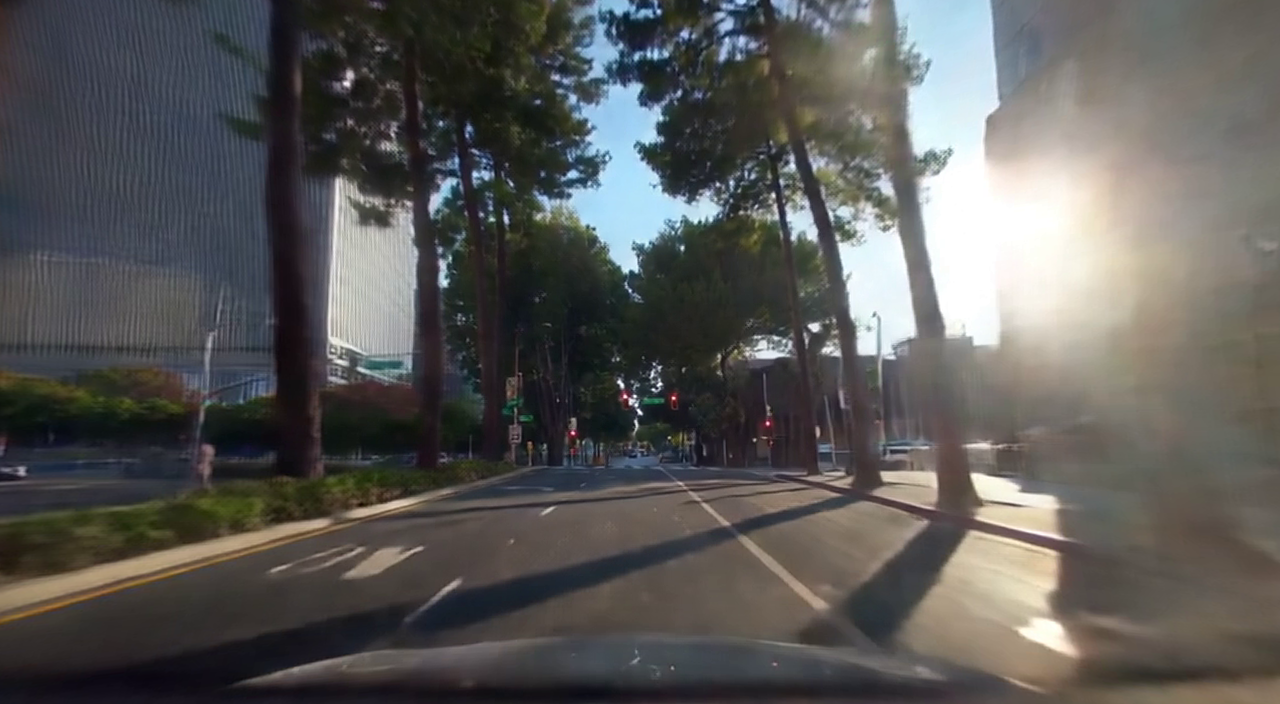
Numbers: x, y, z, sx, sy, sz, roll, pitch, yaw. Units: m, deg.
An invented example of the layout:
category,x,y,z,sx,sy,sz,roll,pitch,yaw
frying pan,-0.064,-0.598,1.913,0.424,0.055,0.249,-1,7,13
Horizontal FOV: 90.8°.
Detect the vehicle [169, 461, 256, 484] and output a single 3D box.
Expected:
category,x,y,z,sx,sy,sz,roll,pitch,yaw
vehicle,-31.397,8.843,46.464,4.758,1.549,2.194,0,-9,-2
